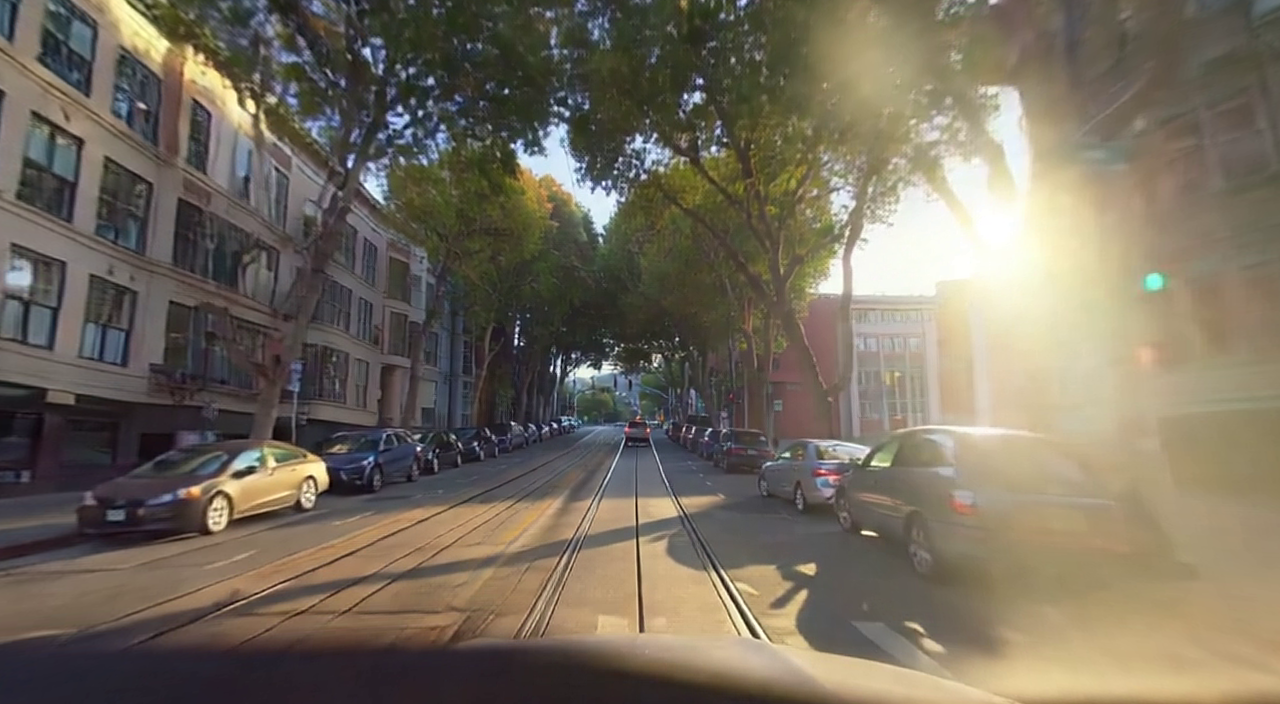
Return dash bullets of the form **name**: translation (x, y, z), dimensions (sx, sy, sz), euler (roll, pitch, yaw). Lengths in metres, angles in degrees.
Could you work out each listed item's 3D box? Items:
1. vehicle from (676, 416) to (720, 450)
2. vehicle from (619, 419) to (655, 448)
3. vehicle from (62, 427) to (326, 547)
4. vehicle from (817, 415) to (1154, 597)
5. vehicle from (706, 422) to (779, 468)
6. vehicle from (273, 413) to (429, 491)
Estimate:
- **vehicle**: translation (3.662, 5.182, 40.812), dimensions (2.242, 2.000, 6.340), euler (1, -6, 0)
- **vehicle**: translation (-0.230, 4.728, 36.455), dimensions (1.984, 1.571, 3.404), euler (0, -8, -1)
- **vehicle**: translation (-7.356, 2.164, 11.027), dimensions (1.779, 1.588, 3.953), euler (2, -6, -2)
- **vehicle**: translation (3.904, 1.775, 8.182), dimensions (1.929, 1.723, 4.134), euler (0, -8, -1)
- **vehicle**: translation (3.757, 3.513, 23.921), dimensions (1.890, 1.559, 4.281), euler (0, -8, -2)
- **vehicle**: translation (-7.429, 2.659, 16.870), dimensions (1.861, 1.751, 4.550), euler (1, -9, 2)
